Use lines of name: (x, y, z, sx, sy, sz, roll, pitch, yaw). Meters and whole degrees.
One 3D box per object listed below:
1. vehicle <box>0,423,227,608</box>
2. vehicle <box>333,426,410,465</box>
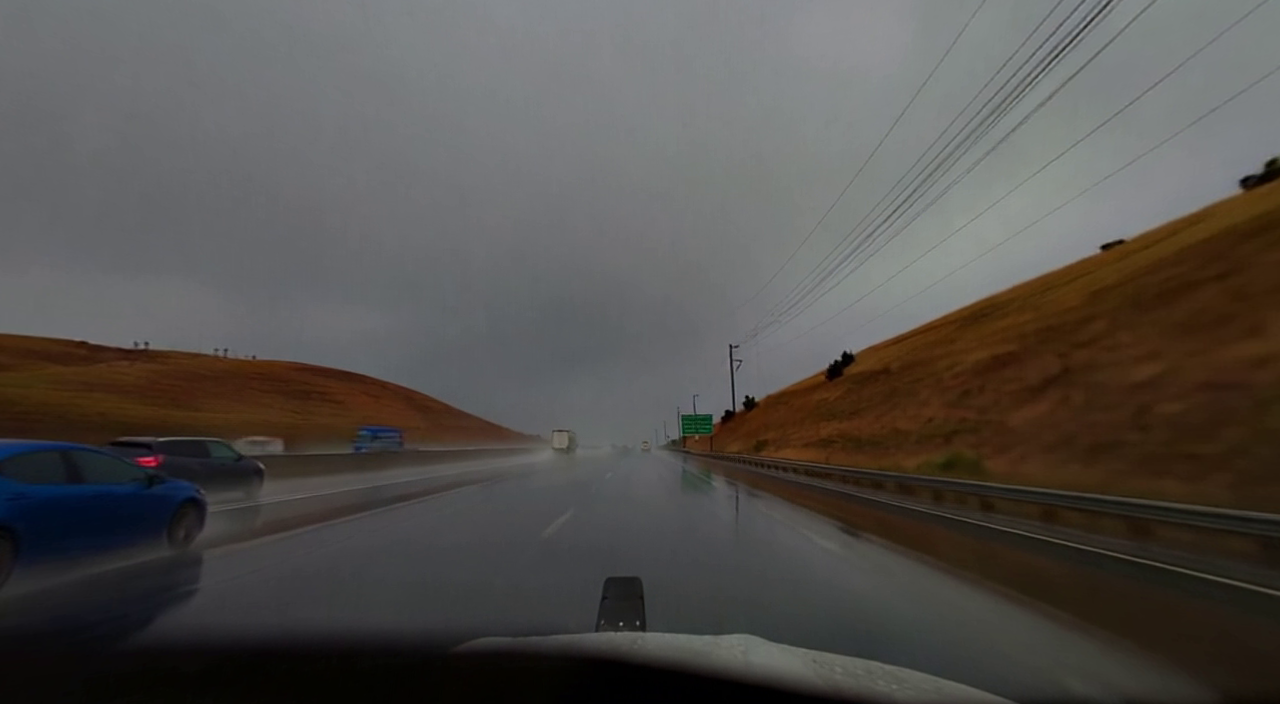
vehicle: (-6.100, 1.350, 5.352, 1.955, 1.469, 4.554, 0, -9, 2)
vehicle: (-17.187, 6.074, 40.781, 2.331, 2.289, 5.787, 0, -9, 1)
